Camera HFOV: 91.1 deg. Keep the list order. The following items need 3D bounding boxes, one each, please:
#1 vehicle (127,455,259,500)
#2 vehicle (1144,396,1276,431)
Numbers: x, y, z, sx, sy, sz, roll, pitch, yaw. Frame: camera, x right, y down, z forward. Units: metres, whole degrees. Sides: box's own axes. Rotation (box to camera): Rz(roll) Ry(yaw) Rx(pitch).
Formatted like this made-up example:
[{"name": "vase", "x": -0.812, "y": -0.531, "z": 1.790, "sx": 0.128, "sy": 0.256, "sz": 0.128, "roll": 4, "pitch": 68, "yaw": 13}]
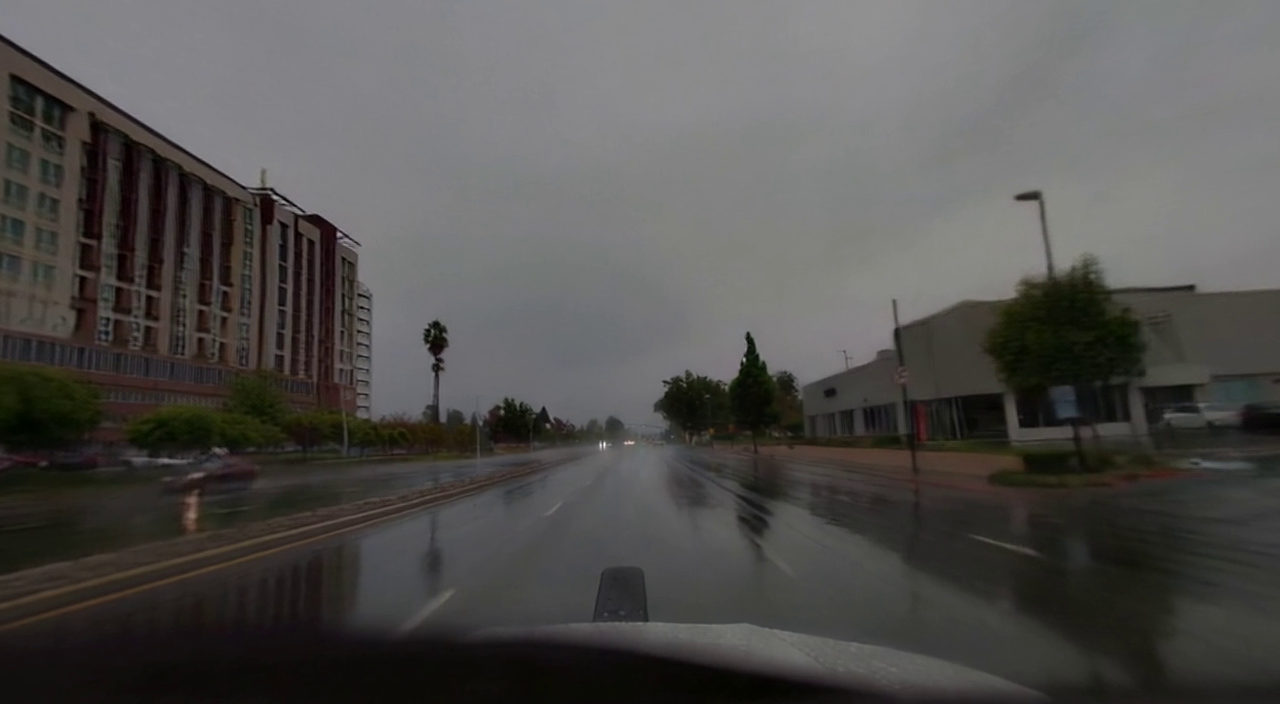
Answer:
[{"name": "vehicle", "x": -17.323, "y": 4.857, "z": 24.642, "sx": 1.961, "sy": 1.525, "sz": 4.332, "roll": 0, "pitch": -8, "yaw": 0}, {"name": "vehicle", "x": 30.170, "y": 3.342, "z": 33.427, "sx": 1.979, "sy": 1.592, "sz": 4.711, "roll": 4, "pitch": -9, "yaw": -24}]
